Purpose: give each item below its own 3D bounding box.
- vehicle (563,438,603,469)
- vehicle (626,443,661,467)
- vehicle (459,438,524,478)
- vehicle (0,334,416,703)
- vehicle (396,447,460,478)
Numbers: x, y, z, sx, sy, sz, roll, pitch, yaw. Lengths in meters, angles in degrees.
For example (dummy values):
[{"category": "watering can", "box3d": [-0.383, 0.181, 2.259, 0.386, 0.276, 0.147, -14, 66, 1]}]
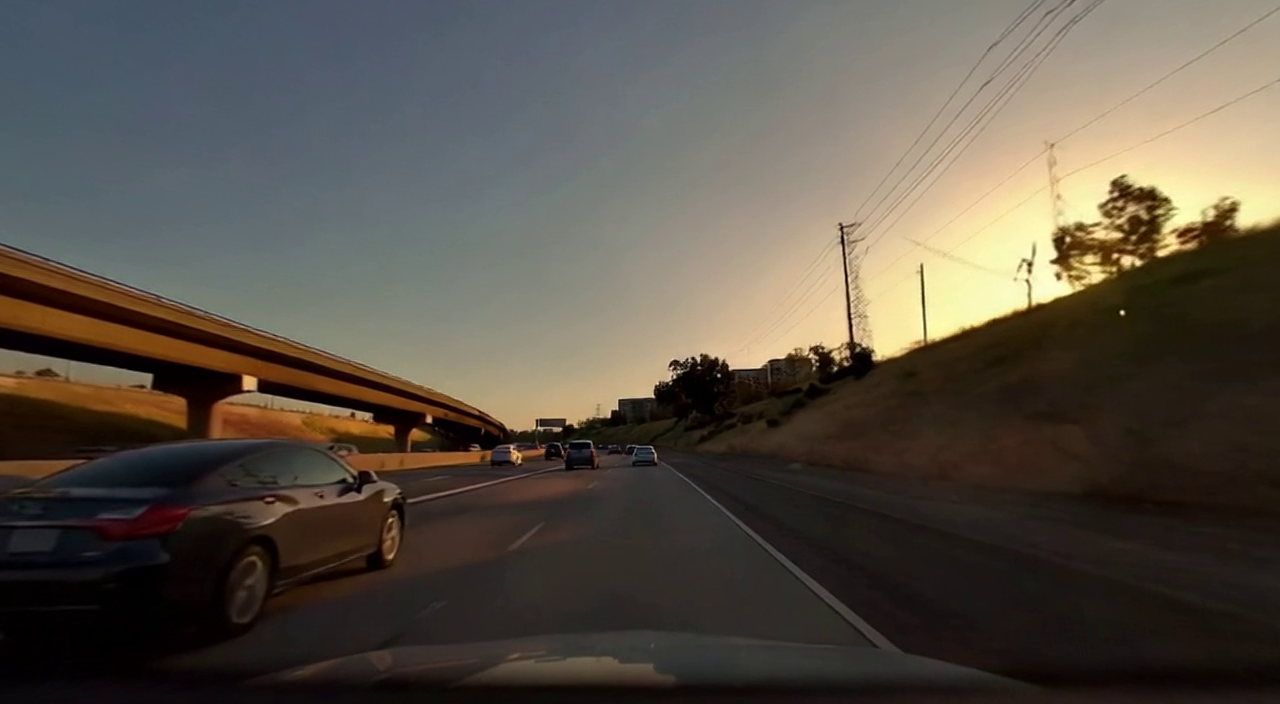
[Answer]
[{"category": "vehicle", "box3d": [-3.447, 6.263, 39.117, 2.093, 1.831, 4.712, 0, -8, -1]}, {"category": "vehicle", "box3d": [0.165, 6.549, 40.377, 2.074, 1.465, 3.977, 0, -8, -2]}, {"category": "vehicle", "box3d": [-7.250, 5.197, 31.249, 2.084, 1.815, 4.406, 0, -8, 0]}, {"category": "vehicle", "box3d": [-3.359, 1.086, 4.217, 2.052, 1.731, 4.372, 0, -8, 1]}, {"category": "vehicle", "box3d": [-11.114, 5.791, 33.373, 1.894, 1.482, 4.372, 0, -8, 0]}]
